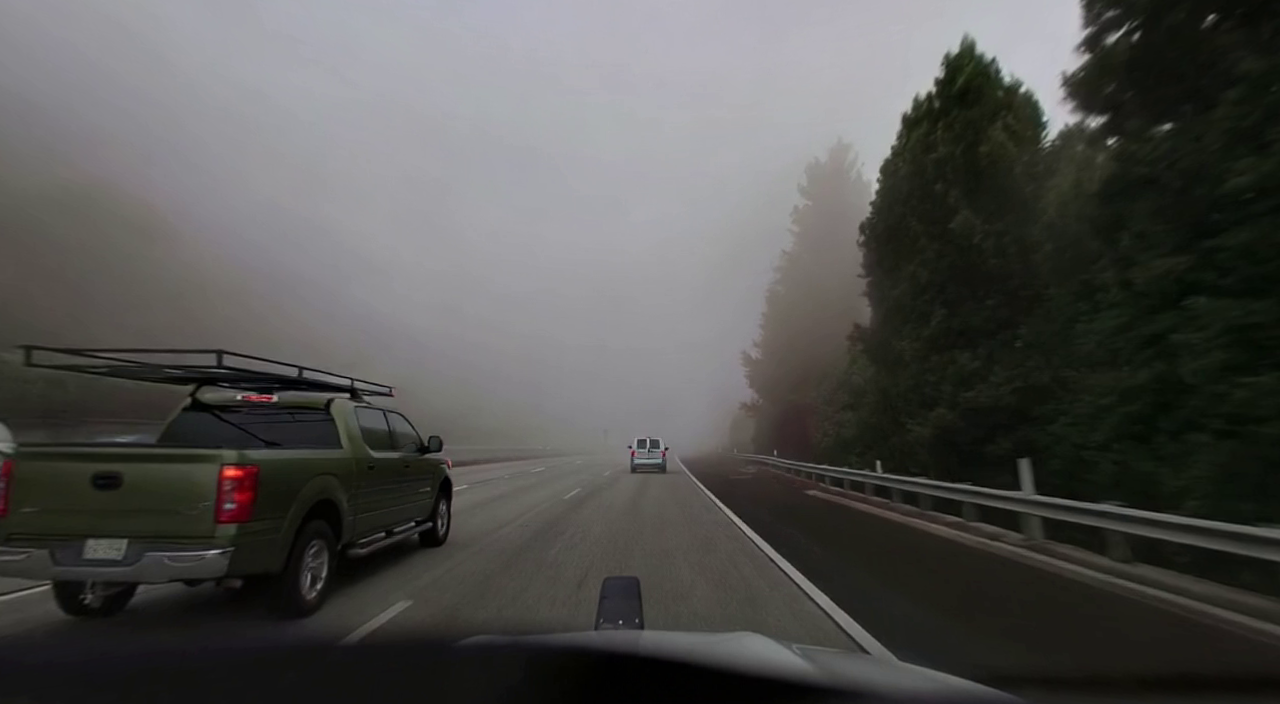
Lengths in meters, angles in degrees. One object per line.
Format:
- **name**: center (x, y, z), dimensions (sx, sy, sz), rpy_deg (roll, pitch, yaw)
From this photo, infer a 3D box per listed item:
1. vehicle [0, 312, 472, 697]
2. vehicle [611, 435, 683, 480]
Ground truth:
- **vehicle**: center (-3.327, 1.109, 5.681), dimensions (2.250, 1.947, 4.860), rpy_deg (0, -9, 0)
- **vehicle**: center (0.289, 4.391, 26.549), dimensions (2.715, 1.669, 5.163), rpy_deg (0, -9, 1)
